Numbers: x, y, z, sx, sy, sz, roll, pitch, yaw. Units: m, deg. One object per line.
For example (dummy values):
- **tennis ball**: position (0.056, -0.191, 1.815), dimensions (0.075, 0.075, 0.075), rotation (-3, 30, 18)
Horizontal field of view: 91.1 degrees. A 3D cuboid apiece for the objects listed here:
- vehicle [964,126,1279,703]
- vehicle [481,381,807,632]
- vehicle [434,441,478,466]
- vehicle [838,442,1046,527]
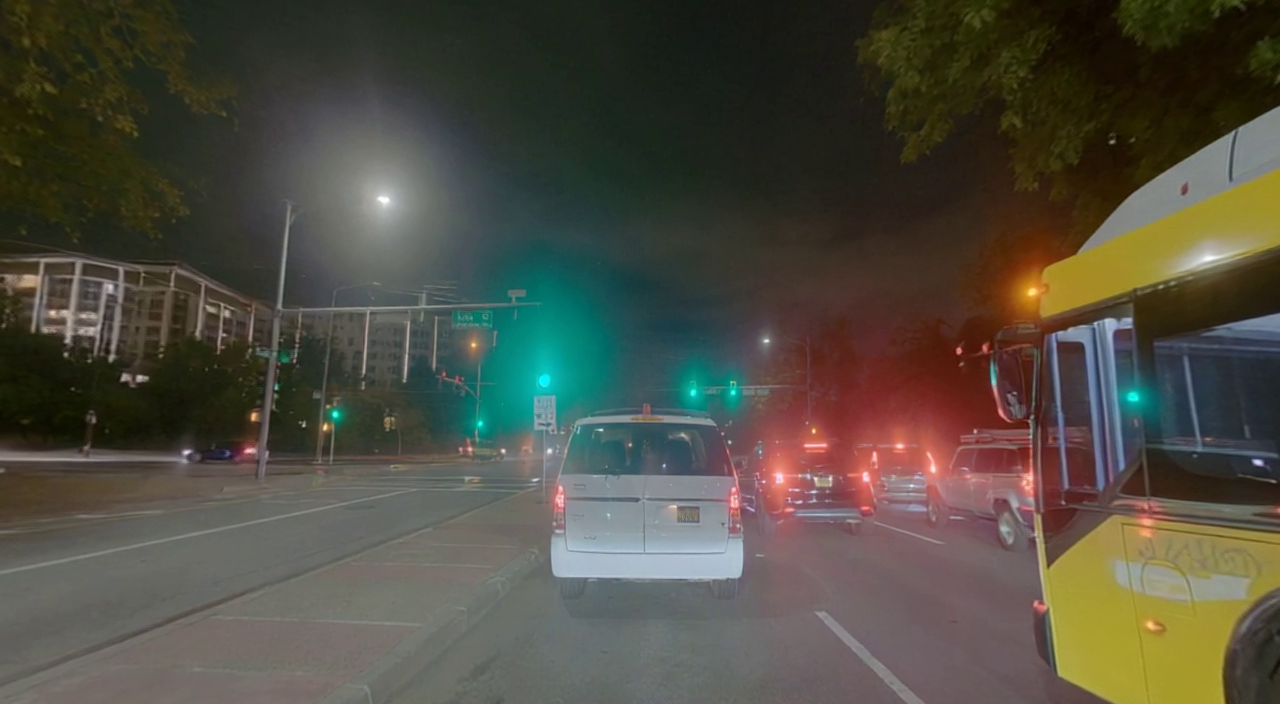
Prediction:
- **vehicle**: position (2.606, 0.316, 0.422), dimensions (2.037, 2.065, 5.037), rotation (0, -8, 0)
- **vehicle**: position (0.004, 1.474, 7.003), dimensions (2.381, 1.842, 4.603), rotation (0, -8, -1)
- **vehicle**: position (-13.322, 7.373, 45.761), dimensions (1.924, 1.720, 4.097), rotation (0, -9, 1)
- **vehicle**: position (5.969, 2.637, 13.221), dimensions (1.987, 1.457, 4.675), rotation (0, -8, -1)
